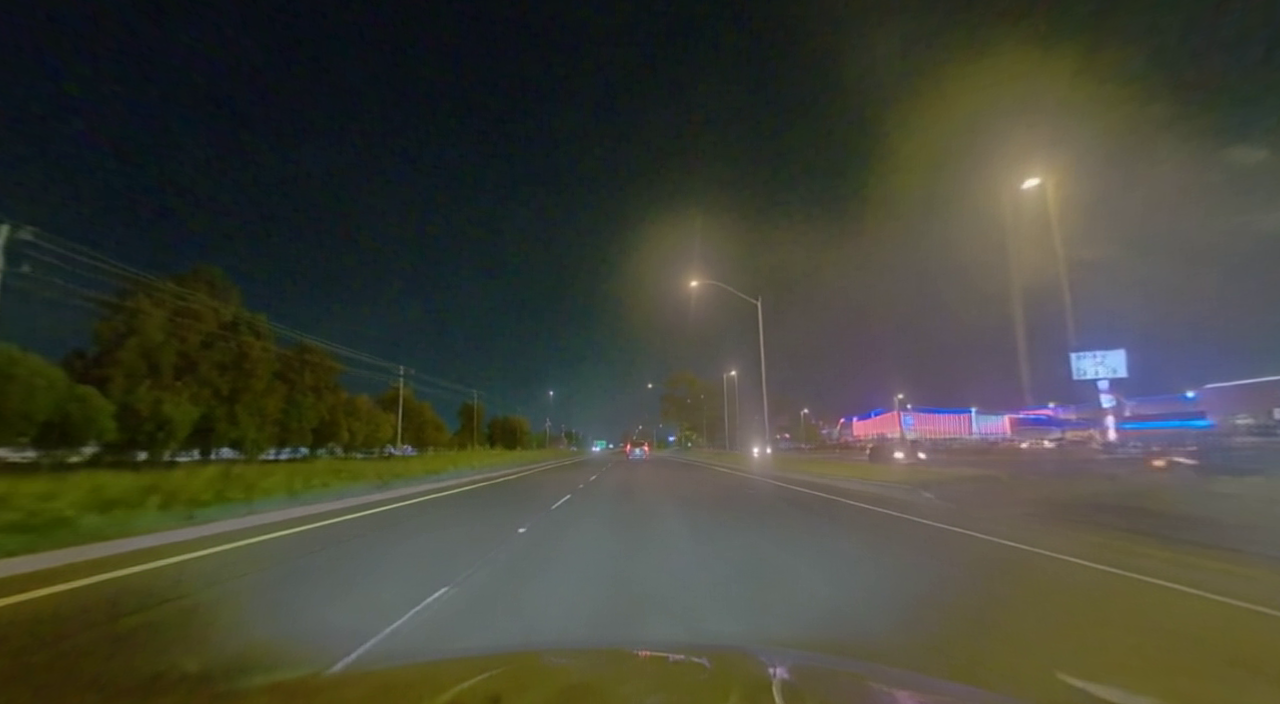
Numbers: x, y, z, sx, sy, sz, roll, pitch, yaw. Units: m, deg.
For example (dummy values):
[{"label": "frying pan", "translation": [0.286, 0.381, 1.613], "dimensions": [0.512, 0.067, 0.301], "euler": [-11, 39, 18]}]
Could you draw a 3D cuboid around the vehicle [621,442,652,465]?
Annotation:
[{"label": "vehicle", "translation": [-0.257, 7.373, 45.859], "dimensions": [2.110, 1.555, 4.431], "euler": [0, -9, -1]}]

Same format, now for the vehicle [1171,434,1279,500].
[{"label": "vehicle", "translation": [15.760, 2.764, 15.186], "dimensions": [1.987, 1.517, 4.405], "euler": [0, -9, -1]}]

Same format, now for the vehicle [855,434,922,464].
[{"label": "vehicle", "translation": [18.074, 7.119, 46.227], "dimensions": [2.288, 1.963, 5.983], "euler": [1, -9, -2]}]
